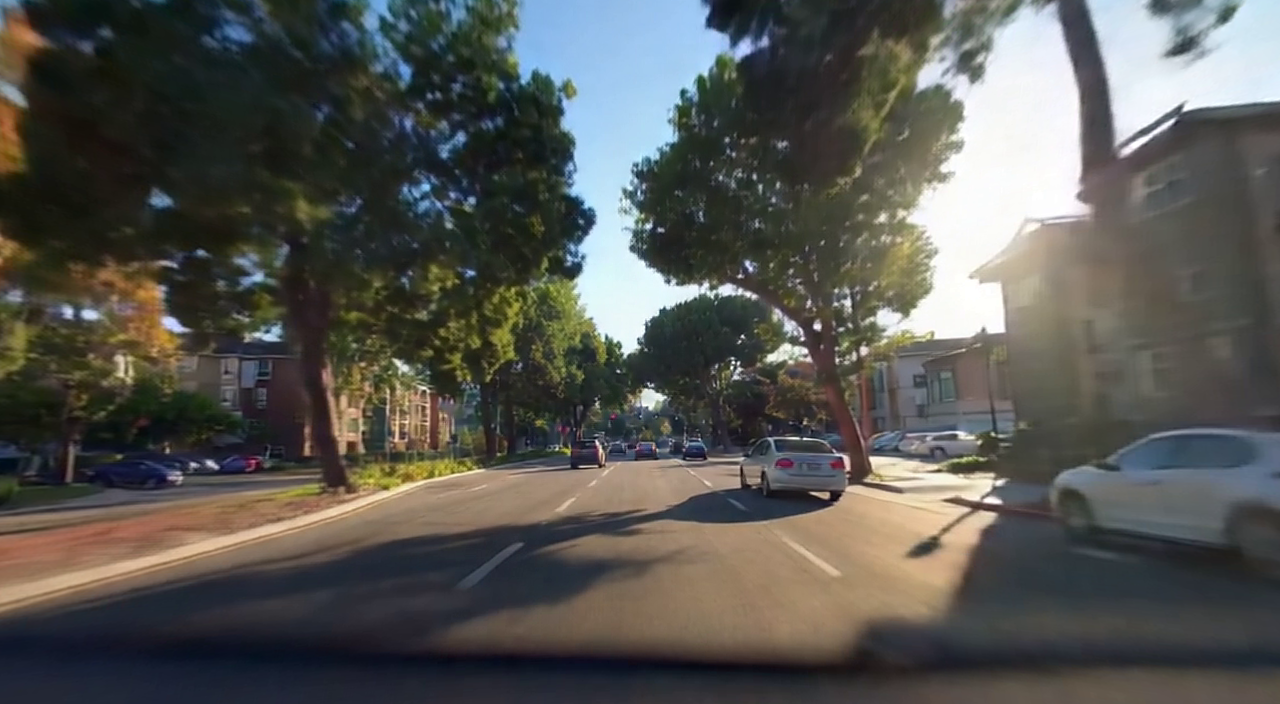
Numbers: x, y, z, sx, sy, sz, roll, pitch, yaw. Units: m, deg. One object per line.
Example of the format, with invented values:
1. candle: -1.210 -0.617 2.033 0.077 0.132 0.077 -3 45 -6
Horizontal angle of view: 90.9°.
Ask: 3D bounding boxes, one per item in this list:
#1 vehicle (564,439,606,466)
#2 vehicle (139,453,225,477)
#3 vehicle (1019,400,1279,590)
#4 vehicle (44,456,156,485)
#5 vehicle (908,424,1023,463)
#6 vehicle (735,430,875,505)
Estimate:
1. vehicle: -3.236 6.079 38.142 2.049 1.485 4.656 0 -9 1
2. vehicle: -31.036 7.652 42.797 2.067 1.497 4.306 -8 -12 42
3. vehicle: 6.946 1.541 7.310 2.121 1.727 4.789 0 -9 1
4. vehicle: -30.516 6.666 35.703 2.058 1.461 4.498 -9 -12 44
5. vehicle: 15.790 4.469 30.764 4.410 1.795 2.078 0 -9 -1
6. vehicle: 3.689 2.693 15.072 2.128 1.502 4.572 0 -9 0
